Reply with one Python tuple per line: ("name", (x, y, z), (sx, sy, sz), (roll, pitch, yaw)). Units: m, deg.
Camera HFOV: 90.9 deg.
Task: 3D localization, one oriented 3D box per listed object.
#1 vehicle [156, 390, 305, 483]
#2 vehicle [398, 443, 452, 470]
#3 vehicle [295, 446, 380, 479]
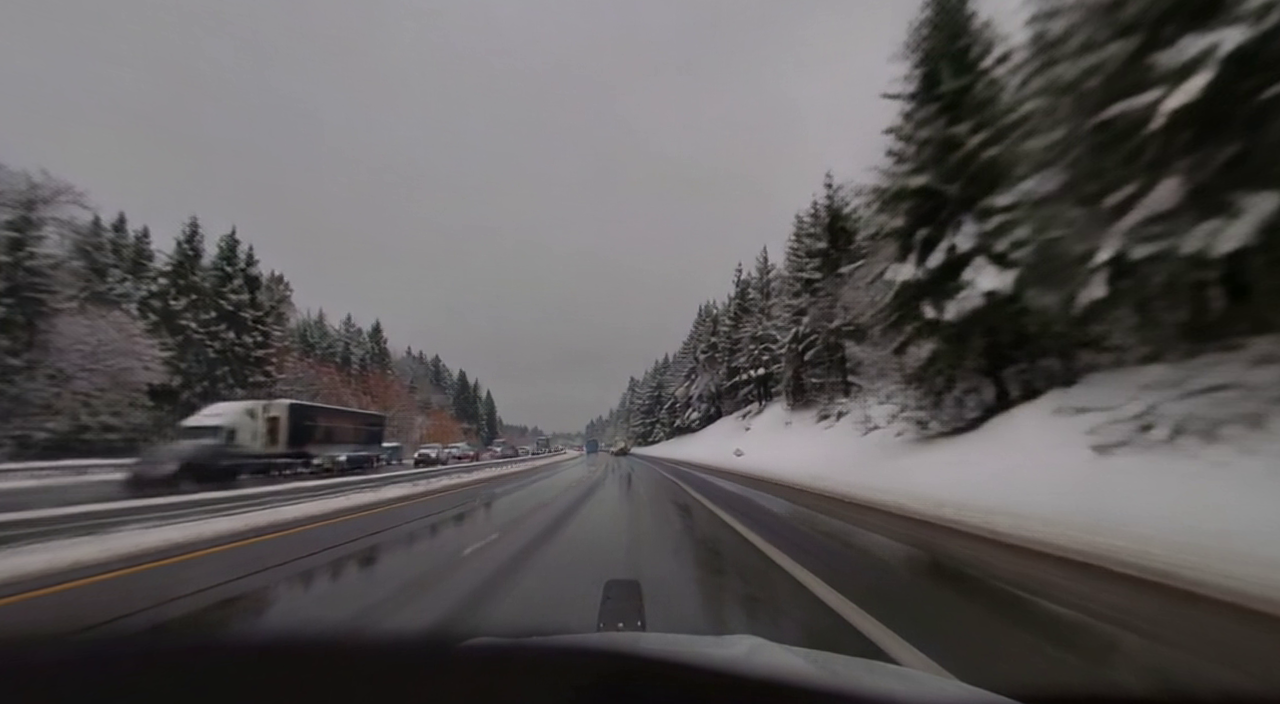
("vehicle", (-19.308, 4.052, 30.261), (3.004, 3.954, 5.872), (1, -8, 0))
("vehicle", (-14.571, 7.116, 42.962), (2.037, 1.711, 4.611), (0, -9, 1))
("vehicle", (-14.800, 5.423, 31.127), (1.972, 1.486, 4.484), (0, -9, 0))
